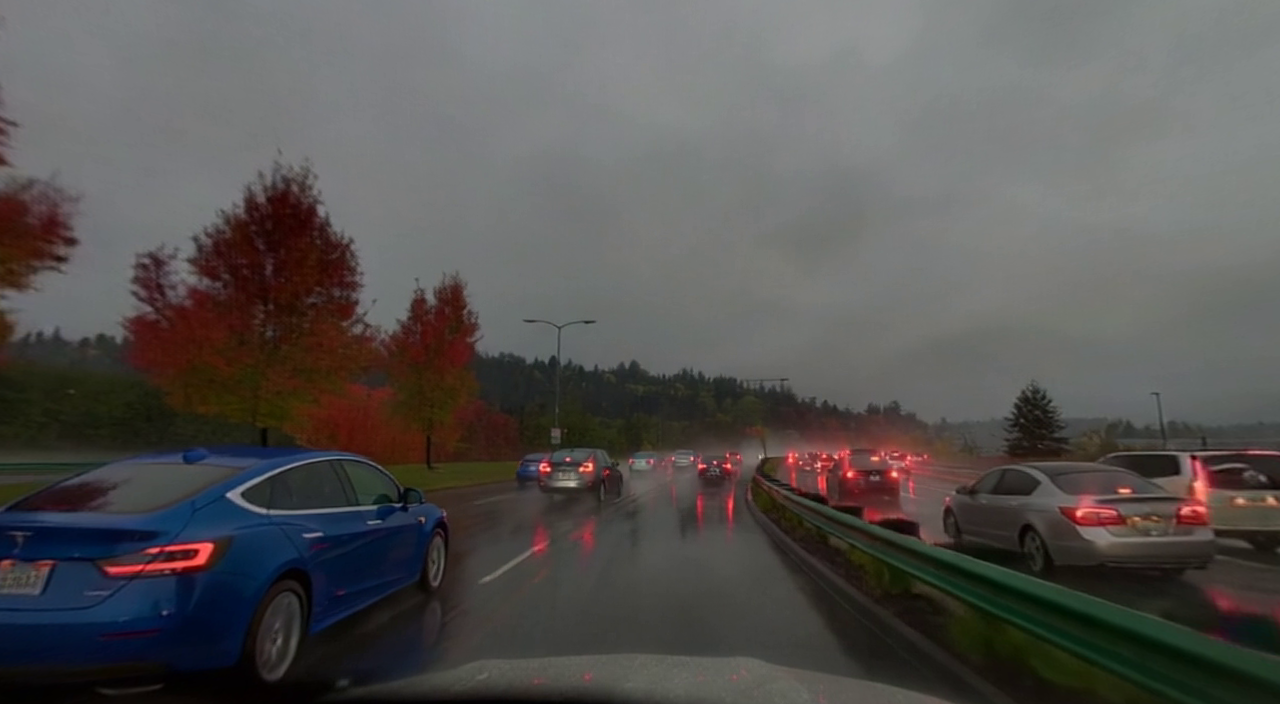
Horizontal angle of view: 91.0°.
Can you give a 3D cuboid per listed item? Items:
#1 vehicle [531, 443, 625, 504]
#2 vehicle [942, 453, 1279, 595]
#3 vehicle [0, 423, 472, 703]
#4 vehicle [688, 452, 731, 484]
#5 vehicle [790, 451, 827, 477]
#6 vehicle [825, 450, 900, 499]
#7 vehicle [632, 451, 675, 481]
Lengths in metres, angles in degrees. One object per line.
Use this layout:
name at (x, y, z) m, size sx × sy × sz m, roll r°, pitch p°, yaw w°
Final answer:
vehicle at (-1.795, 3.757, 19.958) m, size 1.979 × 1.663 × 4.513 m, roll -1°, pitch -9°, yaw 7°
vehicle at (6.546, 2.311, 9.491) m, size 1.869 × 1.516 × 4.753 m, roll 0°, pitch -9°, yaw 3°
vehicle at (-3.065, 1.433, 5.223) m, size 1.921 × 1.503 × 4.317 m, roll 0°, pitch -9°, yaw 3°
vehicle at (3.689, 5.984, 32.828) m, size 2.015 × 1.506 × 4.276 m, roll -1°, pitch -9°, yaw 9°
vehicle at (11.429, 7.618, 42.934) m, size 1.890 × 1.610 × 4.045 m, roll -1°, pitch -9°, yaw 8°
vehicle at (8.300, 4.556, 23.824) m, size 1.768 × 1.634 × 4.064 m, roll 0°, pitch -9°, yaw 7°
vehicle at (0.875, 6.633, 36.978) m, size 1.930 × 1.635 × 4.260 m, roll -1°, pitch -9°, yaw 9°
